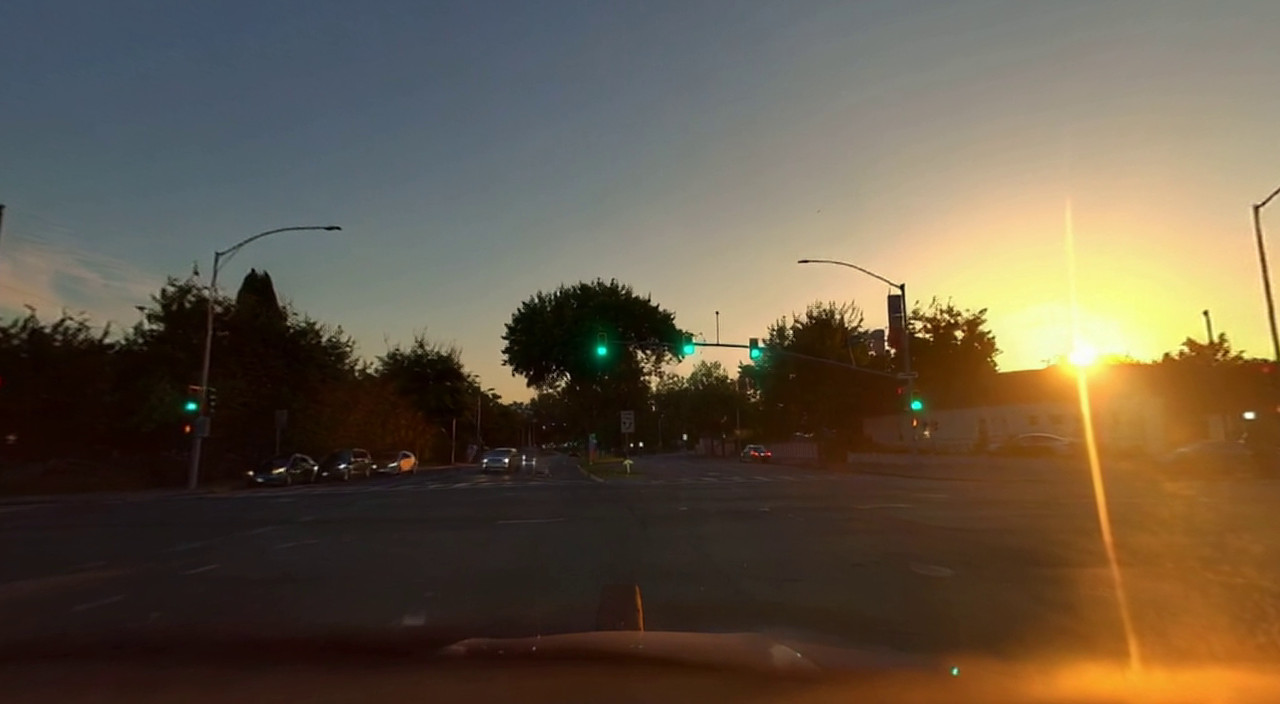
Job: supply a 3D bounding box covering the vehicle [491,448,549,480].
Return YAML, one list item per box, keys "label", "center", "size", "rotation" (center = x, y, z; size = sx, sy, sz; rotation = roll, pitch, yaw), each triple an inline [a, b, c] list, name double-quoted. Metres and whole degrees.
- label: "vehicle"
  center: [-6.034, 5.684, 32.188]
  size: [2.154, 1.501, 4.416]
  rotation: [0, -8, -1]

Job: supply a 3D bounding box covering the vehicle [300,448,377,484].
- label: "vehicle"
  center: [-16.850, 6.358, 35.377]
  size: [1.960, 1.819, 5.018]
  rotation: [0, -9, -2]

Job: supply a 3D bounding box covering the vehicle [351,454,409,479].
- label: "vehicle"
  center: [-16.893, 7.418, 40.997]
  size: [1.804, 1.486, 4.625]
  rotation: [0, -8, 0]

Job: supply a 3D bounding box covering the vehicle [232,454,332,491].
- label: "vehicle"
  center: [-16.631, 5.599, 29.497]
  size: [2.055, 1.506, 4.663]
  rotation: [0, -9, -2]
